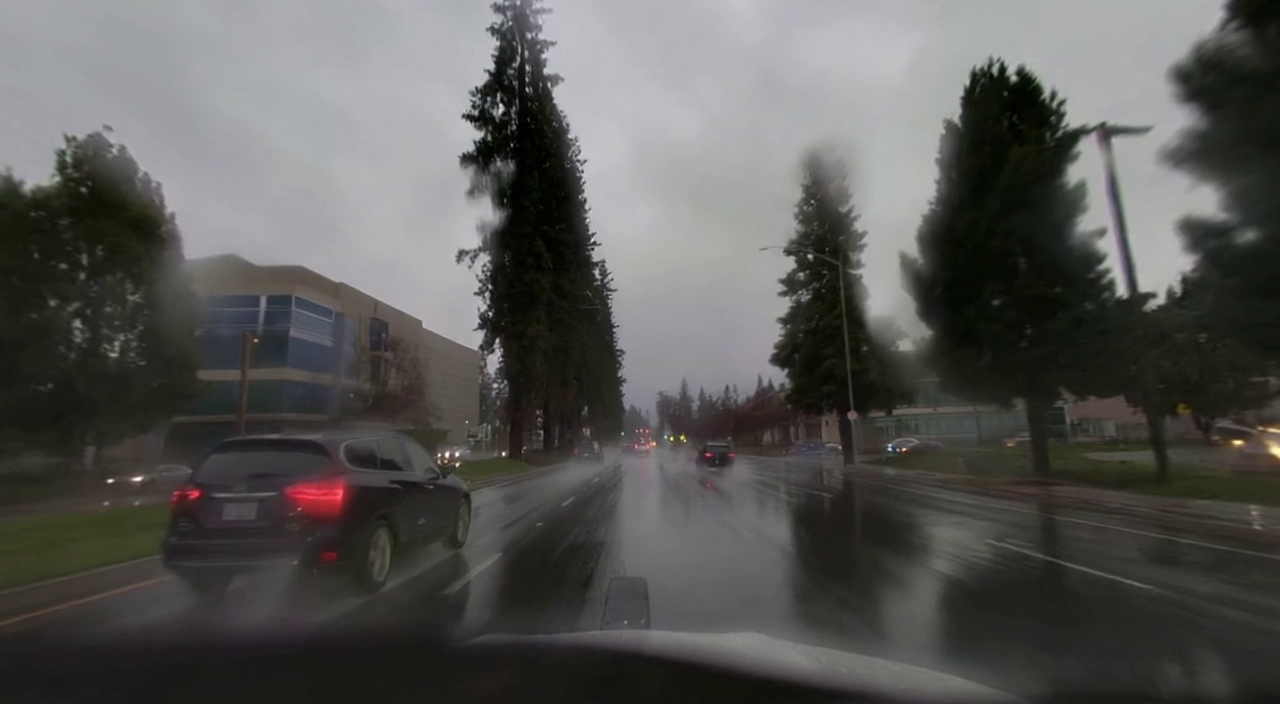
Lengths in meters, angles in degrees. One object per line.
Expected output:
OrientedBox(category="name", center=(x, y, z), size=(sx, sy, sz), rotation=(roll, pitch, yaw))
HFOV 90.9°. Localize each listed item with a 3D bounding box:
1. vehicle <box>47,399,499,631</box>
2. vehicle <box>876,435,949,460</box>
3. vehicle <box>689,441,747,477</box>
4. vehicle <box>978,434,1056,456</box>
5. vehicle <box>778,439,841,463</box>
OrientedBox(category="vehicle", center=(-3.168, 1.507, 6.887), size=(2.121, 1.656, 4.559), rotation=(0, -8, 1))
OrientedBox(category="vehicle", center=(21.206, 7.464, 49.249), size=(4.691, 1.626, 1.989), rotation=(-3, -9, 4))
OrientedBox(category="vehicle", center=(3.505, 4.900, 29.211), size=(2.087, 1.506, 4.276), rotation=(0, -8, 0))
OrientedBox(category="vehicle", center=(29.320, 7.259, 49.075), size=(4.759, 1.666, 1.941), rotation=(0, -8, 0))
OrientedBox(category="vehicle", center=(13.247, 7.779, 49.460), size=(4.515, 1.599, 1.968), rotation=(-4, -9, 10))
